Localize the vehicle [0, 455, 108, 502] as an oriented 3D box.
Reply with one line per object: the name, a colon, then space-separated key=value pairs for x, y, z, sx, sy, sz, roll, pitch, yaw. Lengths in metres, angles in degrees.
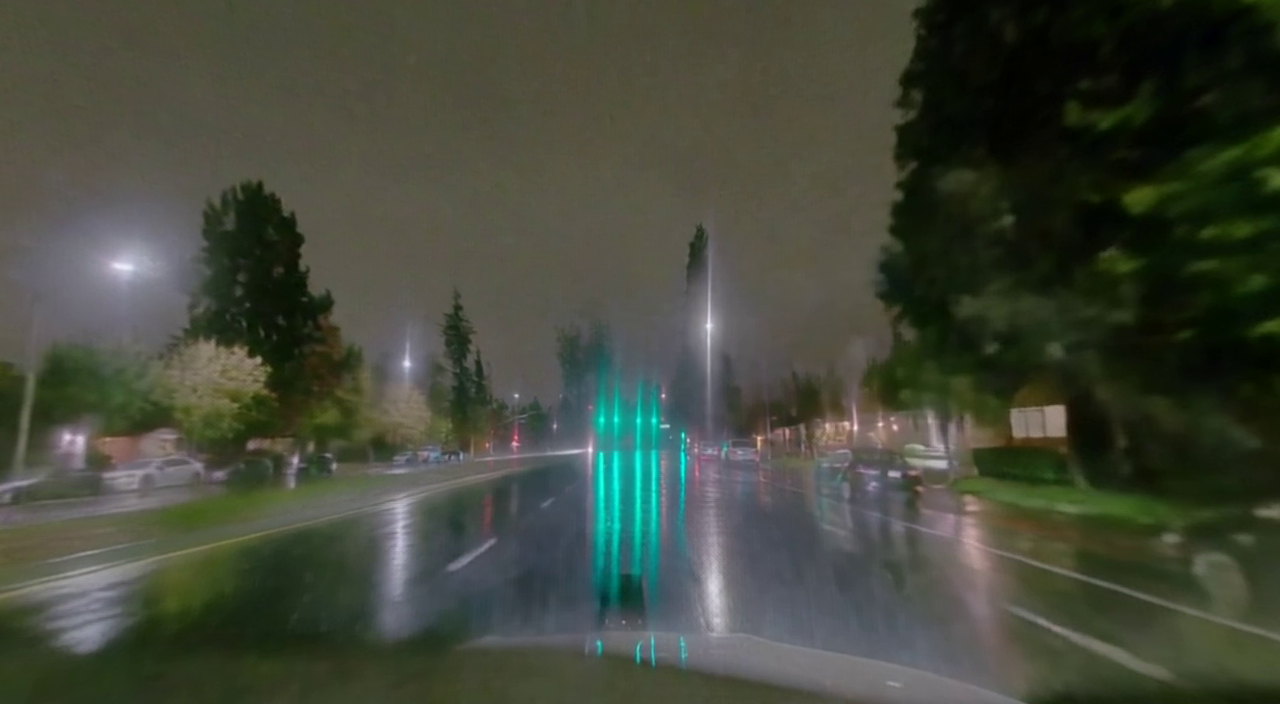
vehicle: x=-22.212 y=4.503 z=22.716 sx=1.902 sy=1.478 sz=4.755 roll=1 pitch=-9 yaw=-3

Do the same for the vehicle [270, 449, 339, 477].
vehicle: x=-22.039 y=7.273 z=41.448 sx=1.911 sy=1.473 sz=4.610 roll=-1 pitch=-6 yaw=3

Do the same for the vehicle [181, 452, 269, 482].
vehicle: x=-22.250 y=6.167 z=33.895 sx=1.785 sy=1.461 sz=4.377 roll=0 pitch=-9 yaw=0

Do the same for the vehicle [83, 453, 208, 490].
vehicle: x=-22.211 y=5.363 z=28.507 sx=1.810 sy=1.490 sz=4.783 roll=0 pitch=-9 yaw=0

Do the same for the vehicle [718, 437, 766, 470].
vehicle: x=5.893 y=5.936 z=36.934 sx=2.004 sy=1.816 sz=4.585 roll=0 pitch=-9 yaw=-1

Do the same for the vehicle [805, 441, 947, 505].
vehicle: x=6.114 y=3.176 z=16.947 sx=1.945 sy=1.481 sz=4.421 roll=1 pitch=-9 yaw=-3
